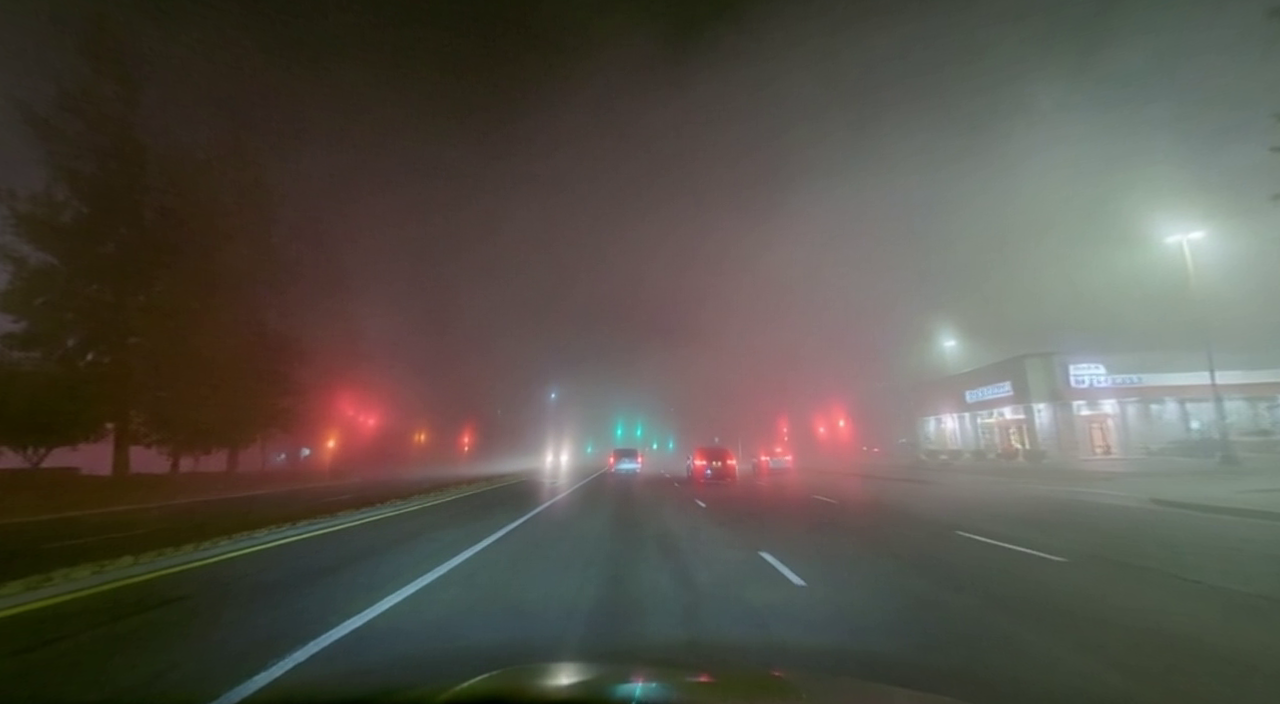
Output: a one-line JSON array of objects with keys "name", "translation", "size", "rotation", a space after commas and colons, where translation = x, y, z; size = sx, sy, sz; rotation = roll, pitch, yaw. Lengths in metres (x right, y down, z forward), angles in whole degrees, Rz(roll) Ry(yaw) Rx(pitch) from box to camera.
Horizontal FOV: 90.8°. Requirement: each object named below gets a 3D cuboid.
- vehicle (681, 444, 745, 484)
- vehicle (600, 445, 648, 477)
[{"name": "vehicle", "translation": [2.952, 4.620, 26.473], "size": [2.057, 1.491, 4.675], "rotation": [0, -8, -1]}, {"name": "vehicle", "translation": [-0.726, 5.415, 31.552], "size": [2.242, 1.474, 4.127], "rotation": [0, -8, 0]}]
